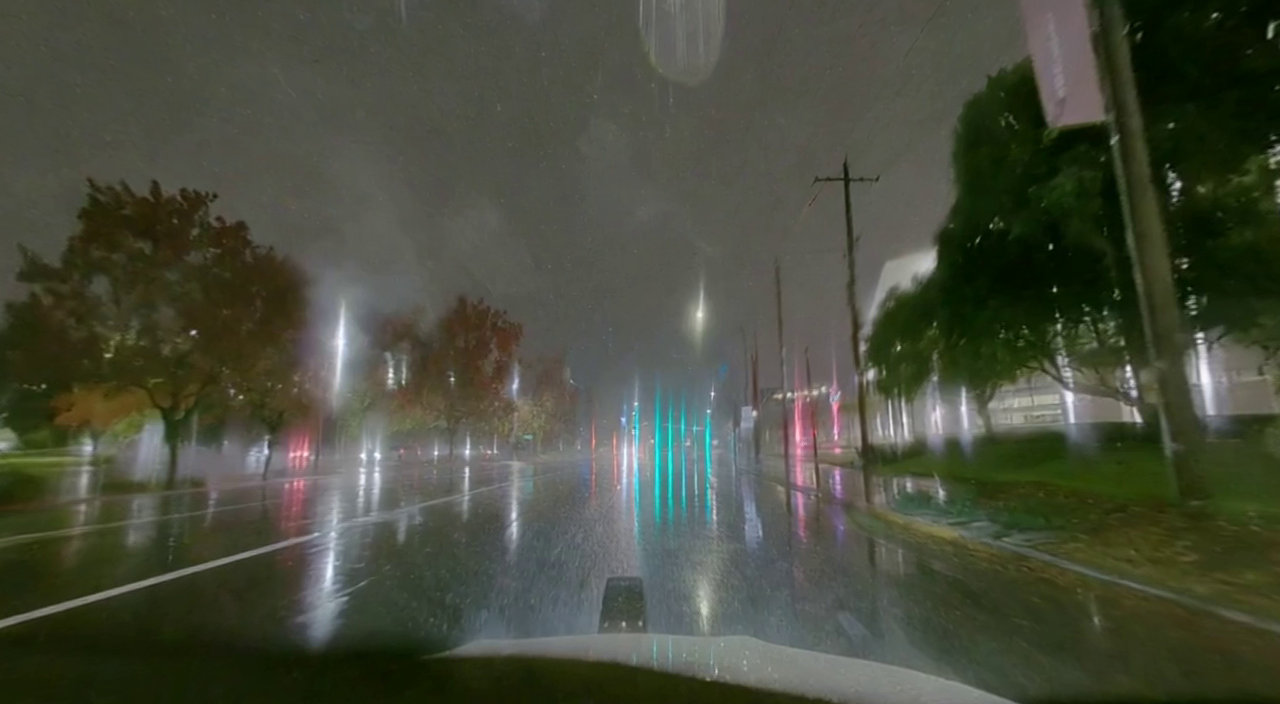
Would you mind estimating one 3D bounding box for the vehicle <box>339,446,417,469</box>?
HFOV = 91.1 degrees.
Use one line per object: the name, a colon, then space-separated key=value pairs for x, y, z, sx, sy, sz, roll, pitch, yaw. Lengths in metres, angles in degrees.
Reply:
vehicle: x=-18.875 y=7.585 z=45.320 sx=4.783 sy=1.579 sz=2.157 roll=-2 pitch=-9 yaw=12
